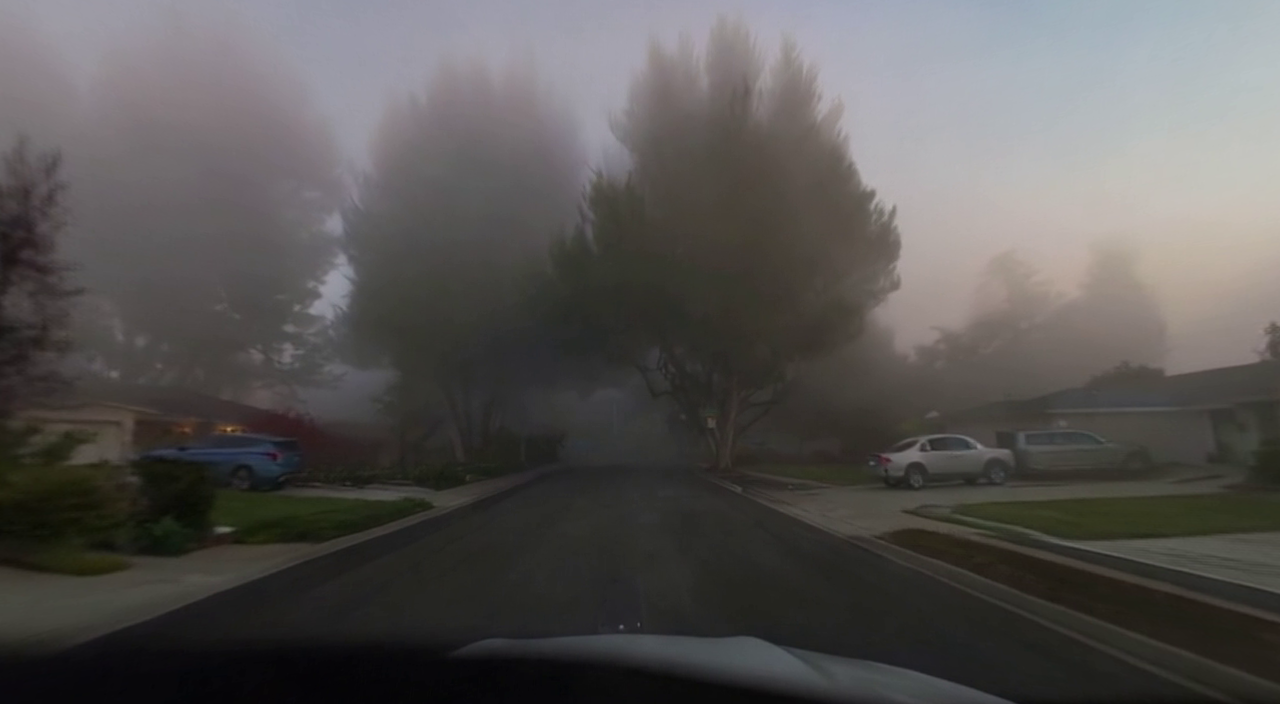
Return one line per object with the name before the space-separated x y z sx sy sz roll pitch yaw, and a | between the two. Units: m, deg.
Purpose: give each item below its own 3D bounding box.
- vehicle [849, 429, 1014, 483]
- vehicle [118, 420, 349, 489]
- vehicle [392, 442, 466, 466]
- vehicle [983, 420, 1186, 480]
vehicle | 9.750 3.516 21.435 4.582 1.719 1.947 0 -8 -1
vehicle | -12.511 3.195 19.801 5.618 1.997 2.201 0 -9 -1
vehicle | -13.893 6.712 41.786 4.190 1.529 1.880 0 -8 -4
vehicle | 15.220 3.408 21.889 5.395 1.917 2.153 1 -9 -2
